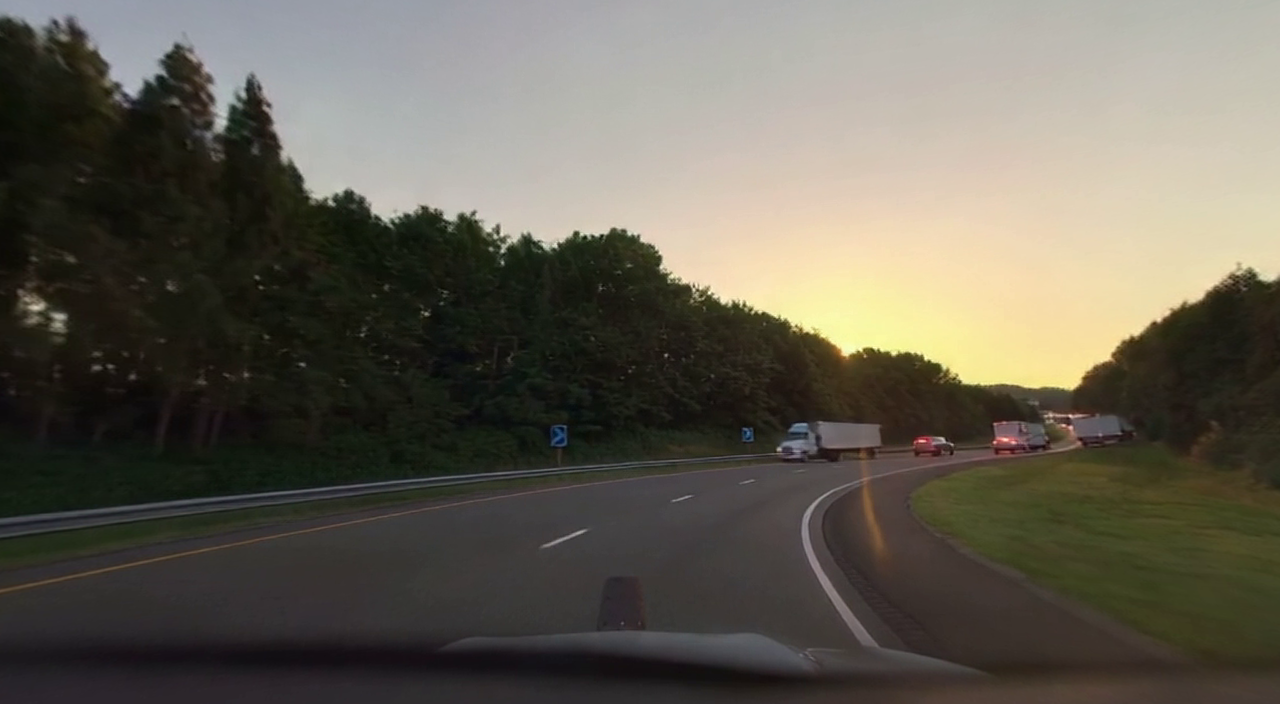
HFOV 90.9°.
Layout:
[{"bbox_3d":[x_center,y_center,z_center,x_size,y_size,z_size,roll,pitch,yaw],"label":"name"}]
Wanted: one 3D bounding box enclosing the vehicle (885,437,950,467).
[{"bbox_3d":[16.303,5.861,36.962,2.221,1.674,4.325,-8,-12,40],"label":"vehicle"}]
